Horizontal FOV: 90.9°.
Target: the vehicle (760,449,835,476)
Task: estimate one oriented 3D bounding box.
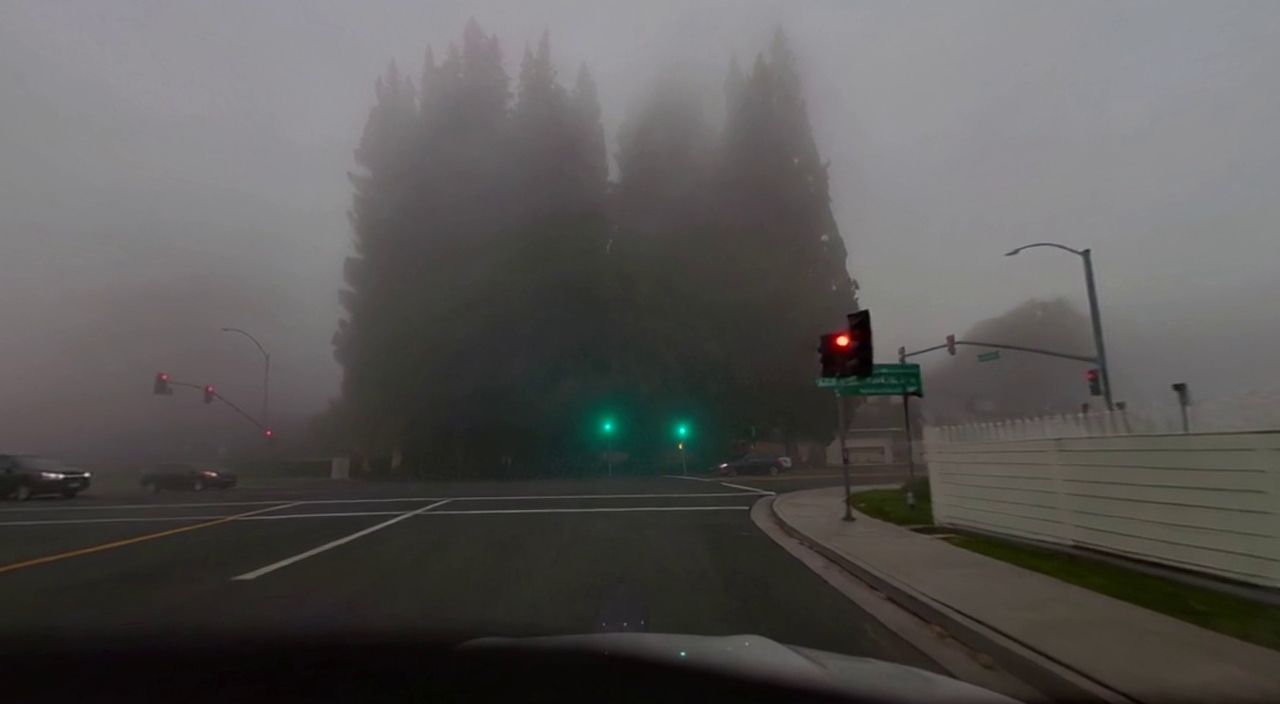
[{"bbox_3d":[9.768,6.838,39.304,4.106,1.583,1.806,1,-9,-9],"label":"vehicle"}]

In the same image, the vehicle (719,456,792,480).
[{"bbox_3d":[7.783,7.814,42.601,4.510,1.461,1.828,1,-9,-8],"label":"vehicle"}]

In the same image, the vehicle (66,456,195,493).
[{"bbox_3d":[-26.000,6.262,32.320,4.664,1.728,1.959,1,-9,-6],"label":"vehicle"}]

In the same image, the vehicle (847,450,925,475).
[{"bbox_3d":[17.178,7.736,44.131,4.626,1.608,1.911,1,-9,-8],"label":"vehicle"}]

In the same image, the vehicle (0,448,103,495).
[{"bbox_3d":[-25.149,4.722,25.147,5.107,1.749,2.254,0,-9,-6],"label":"vehicle"}]
